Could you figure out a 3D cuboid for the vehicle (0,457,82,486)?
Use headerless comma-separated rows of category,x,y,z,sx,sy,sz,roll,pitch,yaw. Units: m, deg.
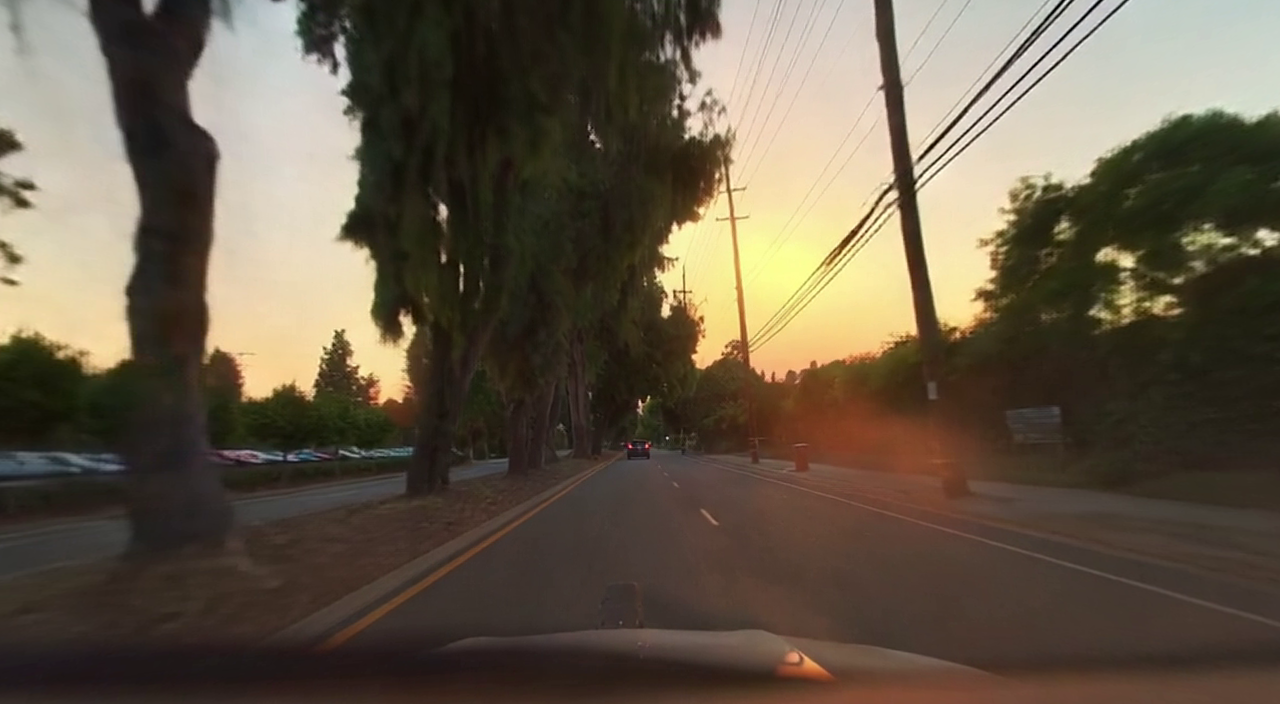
vehicle,-33.678,6.542,34.692,4.445,1.440,1.890,-1,-9,5

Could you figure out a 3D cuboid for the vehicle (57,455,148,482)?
vehicle,-33.540,7.247,39.480,3.967,1.373,1.853,-3,-7,-1

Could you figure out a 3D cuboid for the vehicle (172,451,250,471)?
vehicle,-33.528,8.518,49.464,4.557,1.493,2.049,0,-8,0
